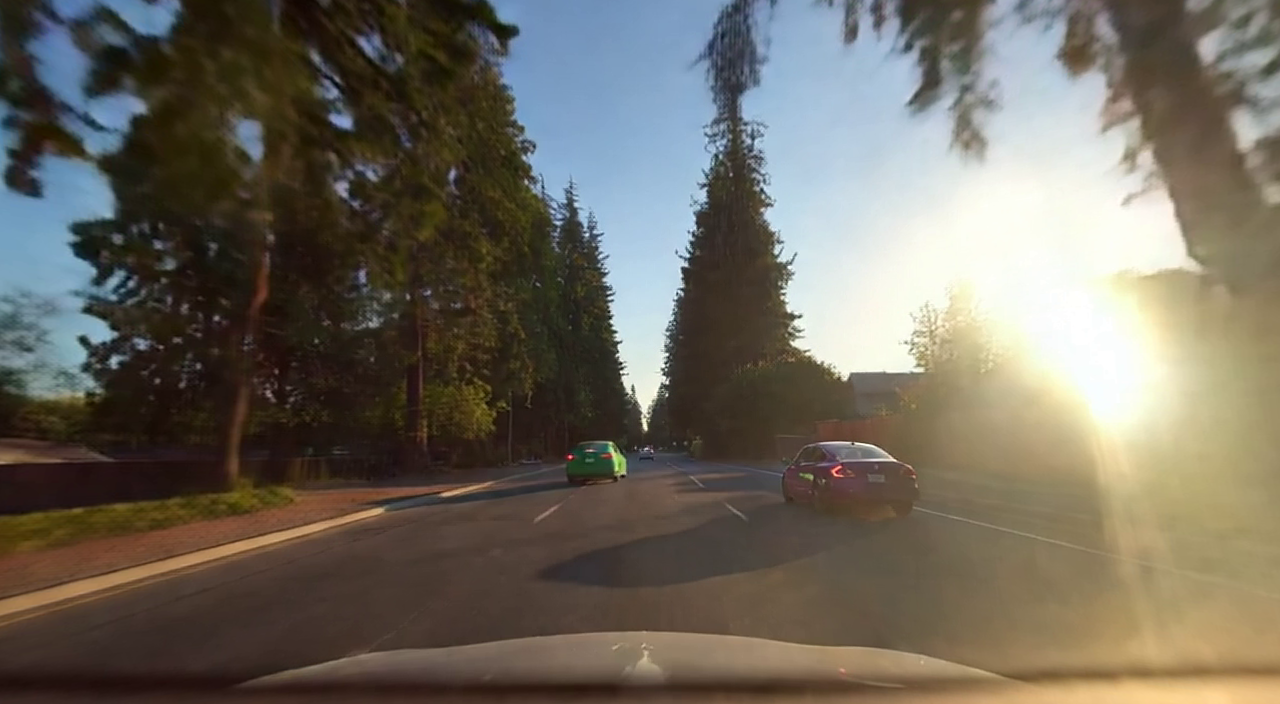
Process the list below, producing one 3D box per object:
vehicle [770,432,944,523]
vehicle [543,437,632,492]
[{"bbox_3d":[4.155,2.449,12.986,1.943,1.471,4.515,-1,-8,0],"label":"vehicle"},{"bbox_3d":[-1.580,3.612,20.764,2.206,1.525,4.695,-2,-8,4],"label":"vehicle"}]
